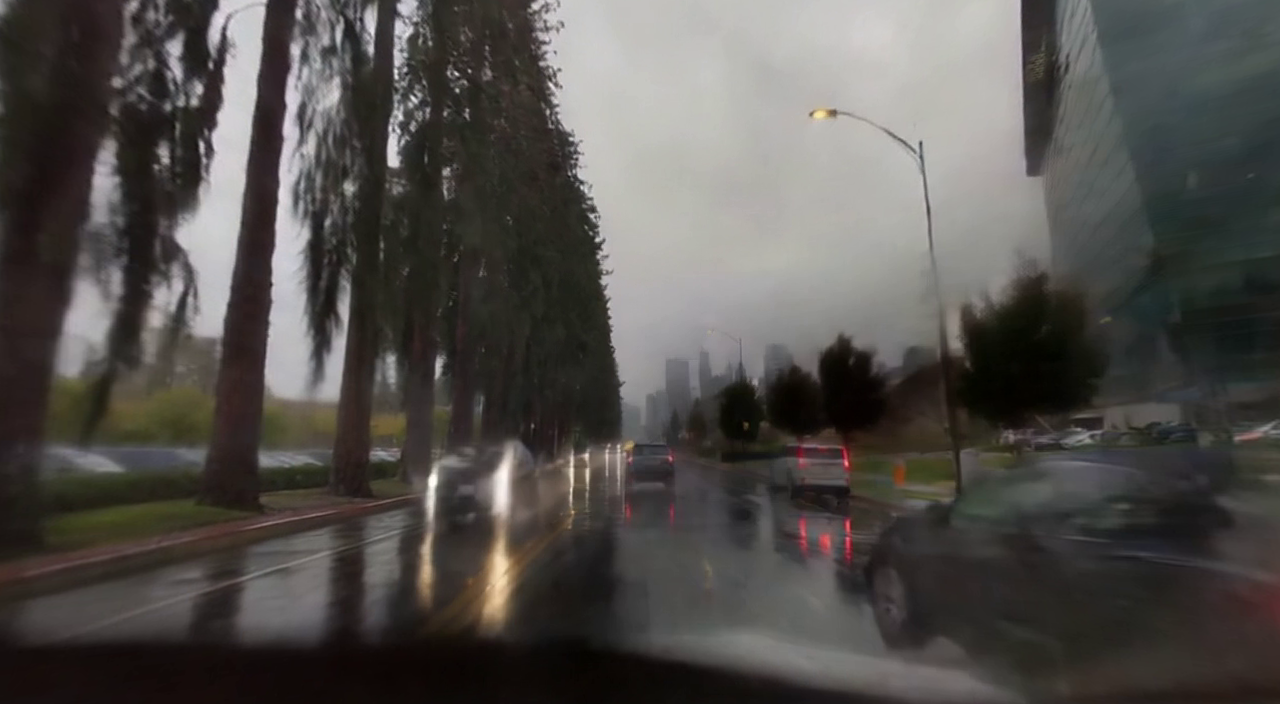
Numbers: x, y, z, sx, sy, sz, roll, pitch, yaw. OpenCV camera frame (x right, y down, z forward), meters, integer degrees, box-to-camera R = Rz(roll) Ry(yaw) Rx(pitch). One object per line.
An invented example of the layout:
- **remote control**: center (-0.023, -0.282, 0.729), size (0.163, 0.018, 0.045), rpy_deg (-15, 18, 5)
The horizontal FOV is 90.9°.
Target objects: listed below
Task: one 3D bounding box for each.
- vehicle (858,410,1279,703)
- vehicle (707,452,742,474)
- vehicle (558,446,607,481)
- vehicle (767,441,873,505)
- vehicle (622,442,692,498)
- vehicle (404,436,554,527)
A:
- **vehicle**: center (2.869, 1.166, 3.318), size (1.991, 1.536, 4.116), rpy_deg (0, -9, 1)
- **vehicle**: center (6.182, 8.164, 46.584), size (1.885, 1.467, 4.546), rpy_deg (0, -9, 0)
- **vehicle**: center (-3.031, 5.973, 34.076), size (2.124, 1.731, 4.227), rpy_deg (0, -9, 2)
- **vehicle**: center (5.680, 3.852, 20.599), size (2.059, 1.813, 4.637), rpy_deg (0, -9, -1)
- **vehicle**: center (0.534, 3.827, 20.786), size (2.105, 1.653, 3.887), rpy_deg (0, -9, 1)
- **vehicle**: center (-3.382, 2.815, 14.300), size (2.167, 1.717, 4.448), rpy_deg (0, -9, 1)
